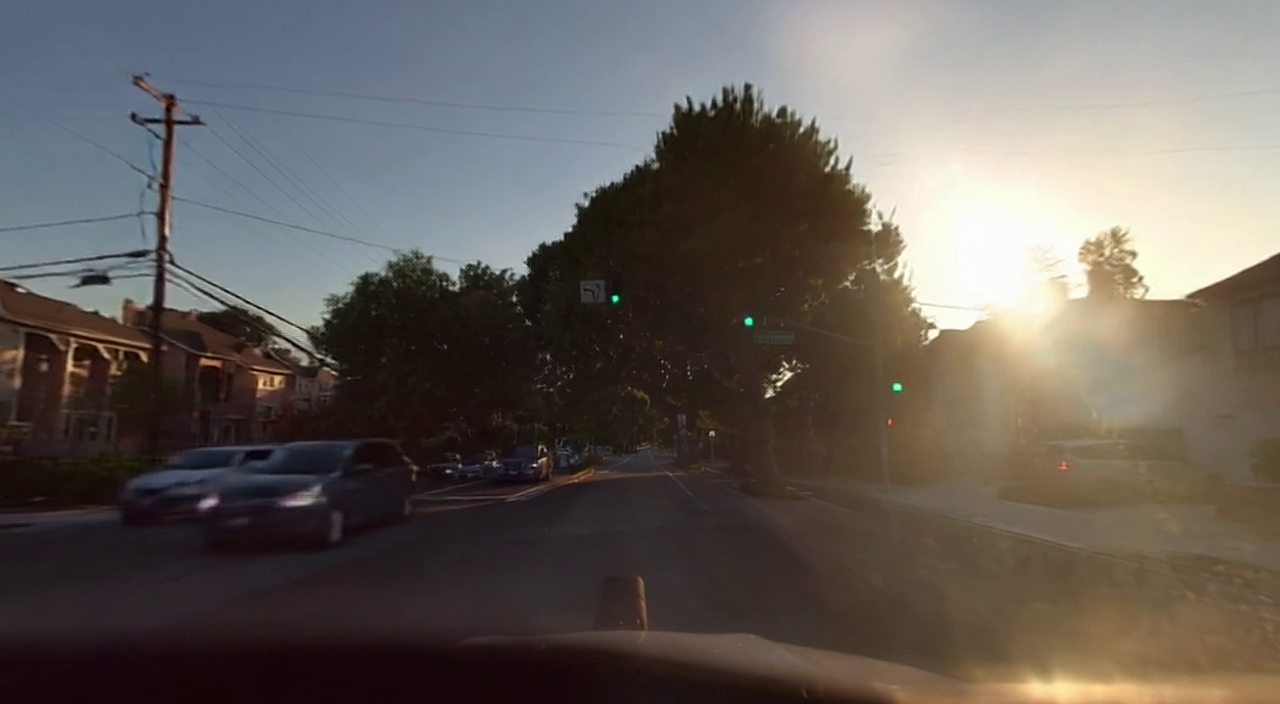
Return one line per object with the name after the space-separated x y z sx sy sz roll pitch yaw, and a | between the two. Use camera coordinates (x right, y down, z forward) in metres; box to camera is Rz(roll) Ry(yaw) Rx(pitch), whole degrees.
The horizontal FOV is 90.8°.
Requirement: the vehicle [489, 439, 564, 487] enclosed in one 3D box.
-4.464 4.418 25.570 2.095 1.731 4.462 0 -8 1 | vehicle

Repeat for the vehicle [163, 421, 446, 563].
-4.580 1.935 9.488 1.999 1.652 3.962 0 -8 1 | vehicle
